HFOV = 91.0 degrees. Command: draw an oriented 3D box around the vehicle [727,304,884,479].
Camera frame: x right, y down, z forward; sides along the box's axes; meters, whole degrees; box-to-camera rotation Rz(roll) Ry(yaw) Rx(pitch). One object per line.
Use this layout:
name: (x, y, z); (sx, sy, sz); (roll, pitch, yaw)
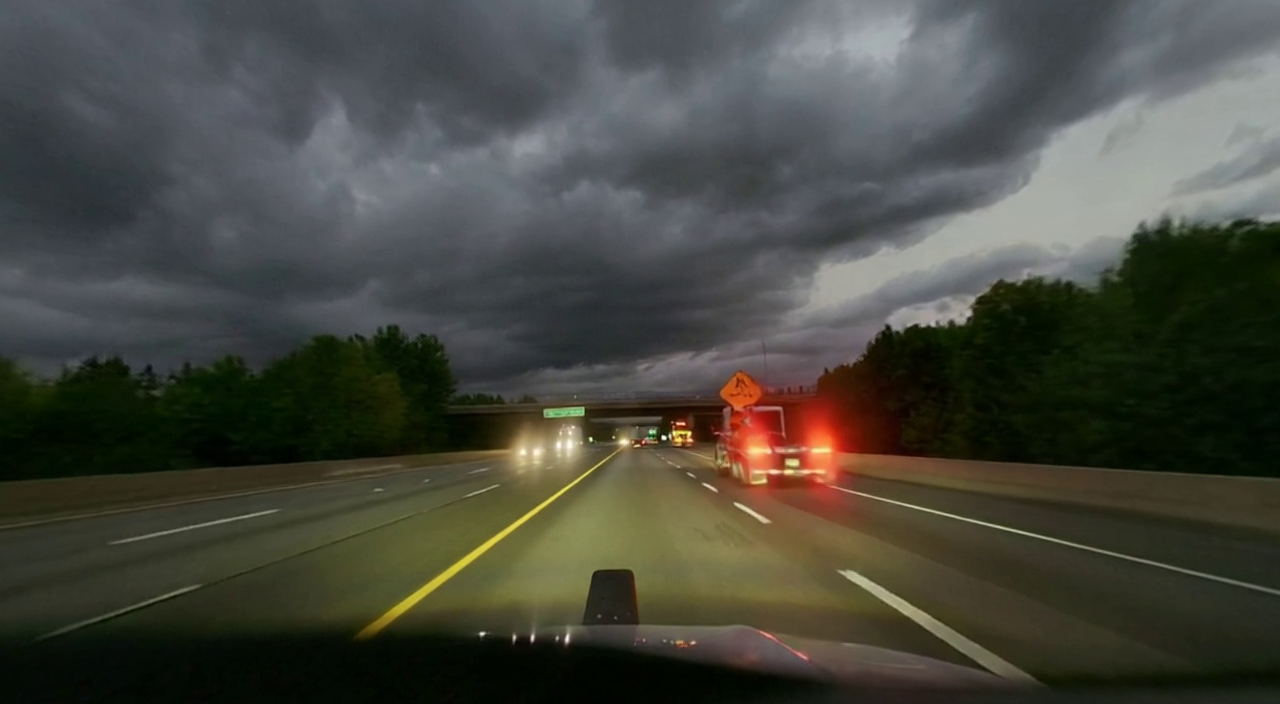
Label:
vehicle: (4.390, 1.336, 18.024); (2.875, 4.206, 4.999); (-3, -9, 0)
